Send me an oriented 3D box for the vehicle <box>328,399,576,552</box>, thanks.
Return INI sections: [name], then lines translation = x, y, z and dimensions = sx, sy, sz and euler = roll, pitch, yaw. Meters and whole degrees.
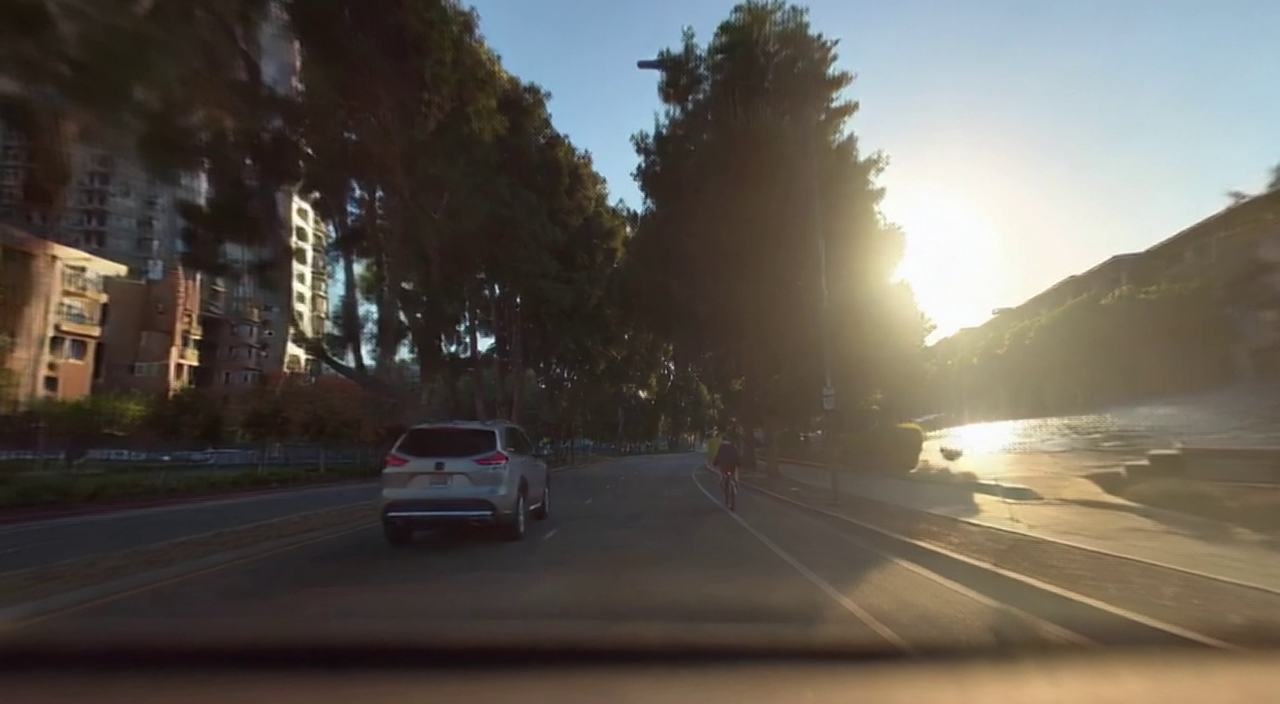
[vehicle]
translation = -2.588, 1.912, 10.388
dimensions = 2.294, 1.859, 5.127
euler = -1, -9, 3
